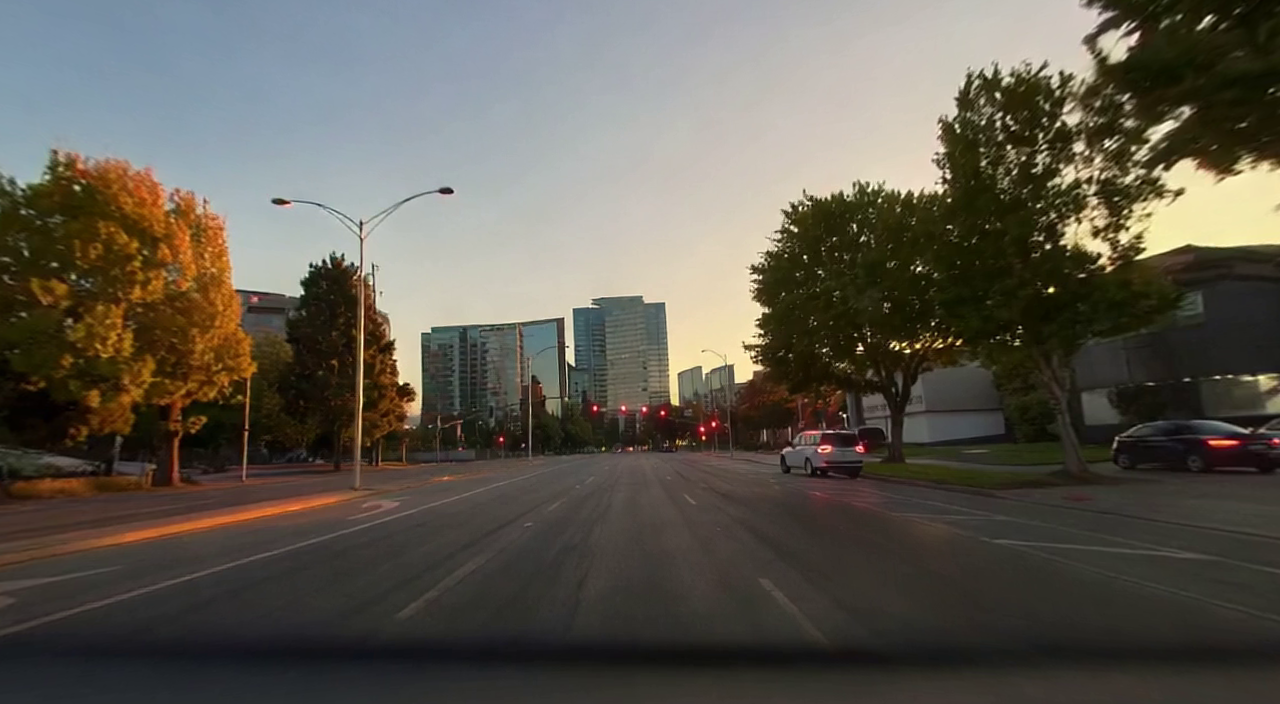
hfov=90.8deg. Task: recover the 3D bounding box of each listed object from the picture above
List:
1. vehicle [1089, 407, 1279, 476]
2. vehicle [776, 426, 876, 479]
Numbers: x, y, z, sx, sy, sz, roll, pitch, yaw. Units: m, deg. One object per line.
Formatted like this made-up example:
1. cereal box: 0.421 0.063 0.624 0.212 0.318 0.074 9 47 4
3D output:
1. vehicle: 17.275 2.840 19.953 2.295 1.874 5.096 0 -9 -2
2. vehicle: 7.374 4.075 25.811 2.234 1.880 5.812 0 -9 -1
